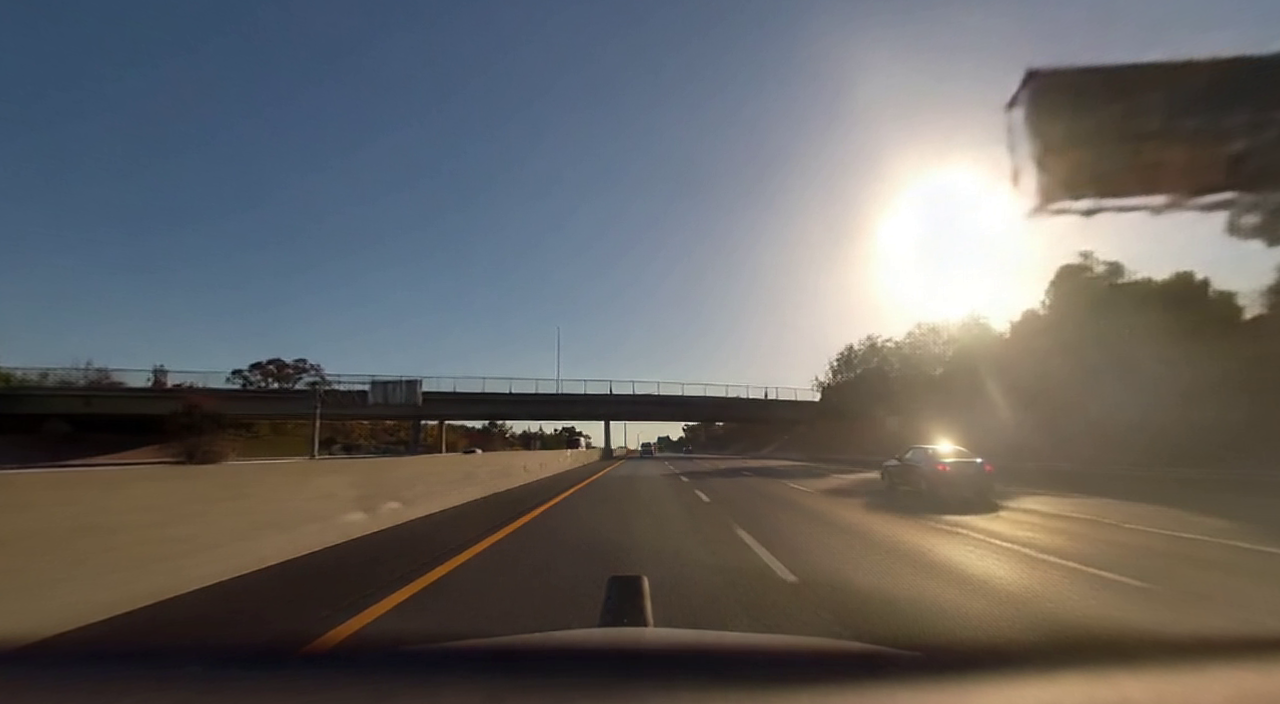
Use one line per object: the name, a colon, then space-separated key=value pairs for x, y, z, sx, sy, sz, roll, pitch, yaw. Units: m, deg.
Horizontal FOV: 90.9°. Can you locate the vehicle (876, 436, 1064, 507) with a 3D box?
vehicle: x=8.053 y=2.938 z=16.089 sx=2.093 sy=1.525 sz=4.865 roll=0 pitch=-8 yaw=-1
